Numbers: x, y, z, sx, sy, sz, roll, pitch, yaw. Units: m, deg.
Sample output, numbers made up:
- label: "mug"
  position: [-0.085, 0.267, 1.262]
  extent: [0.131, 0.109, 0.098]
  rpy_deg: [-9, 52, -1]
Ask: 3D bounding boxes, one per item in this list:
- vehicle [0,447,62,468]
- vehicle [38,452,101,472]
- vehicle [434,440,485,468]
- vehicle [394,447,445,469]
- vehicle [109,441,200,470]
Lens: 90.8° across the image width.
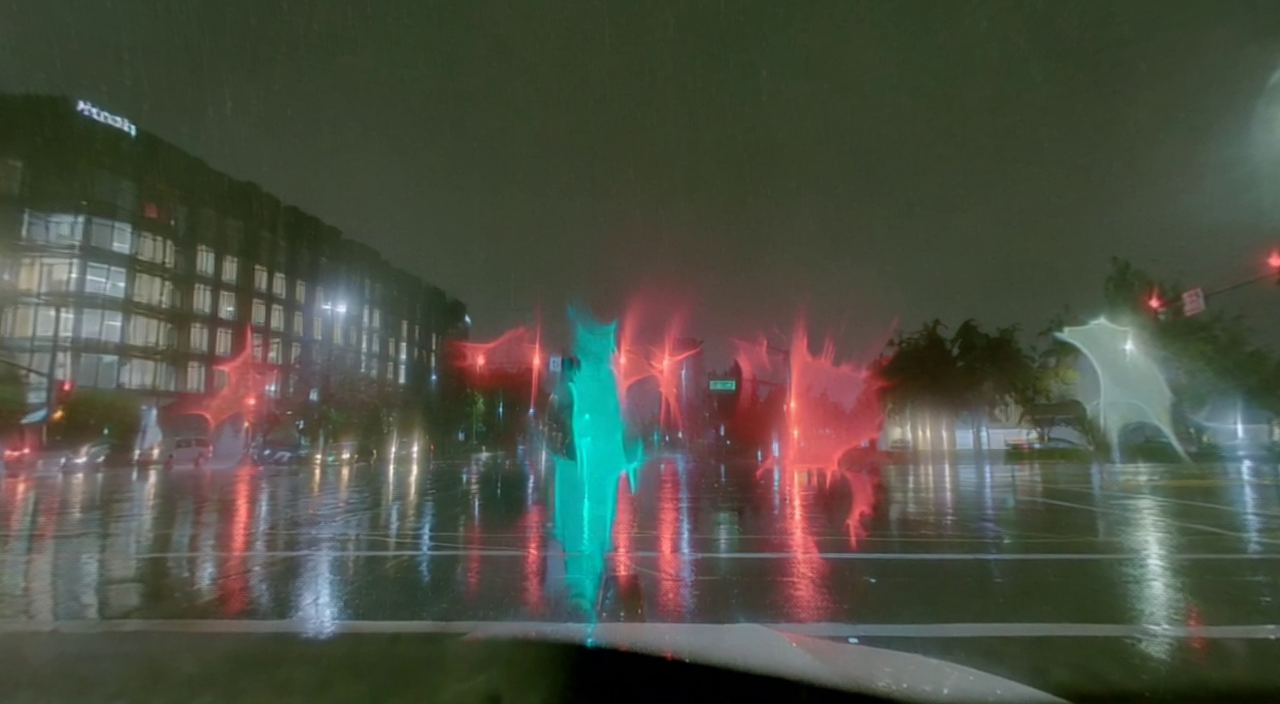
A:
- label: "vehicle"
  position: [-45.300, 7.764, 46.560]
  extent: [1.858, 1.467, 3.624]
  rpy_deg: [0, -8, 0]
- label: "vehicle"
  position: [-41.637, 8.019, 46.184]
  extent: [1.552, 1.339, 3.340]
  rpy_deg: [-2, -9, -1]
- label: "vehicle"
  position: [-12.000, 6.803, 42.311]
  extent: [2.080, 1.763, 4.341]
  rpy_deg: [0, -8, 0]
- label: "vehicle"
  position: [-15.558, 7.453, 44.795]
  extent: [2.056, 1.450, 4.343]
  rpy_deg: [0, -8, 0]
- label: "vehicle"
  position: [-34.956, 7.427, 45.710]
  extent: [2.204, 1.955, 5.518]
  rpy_deg: [0, -8, 0]
